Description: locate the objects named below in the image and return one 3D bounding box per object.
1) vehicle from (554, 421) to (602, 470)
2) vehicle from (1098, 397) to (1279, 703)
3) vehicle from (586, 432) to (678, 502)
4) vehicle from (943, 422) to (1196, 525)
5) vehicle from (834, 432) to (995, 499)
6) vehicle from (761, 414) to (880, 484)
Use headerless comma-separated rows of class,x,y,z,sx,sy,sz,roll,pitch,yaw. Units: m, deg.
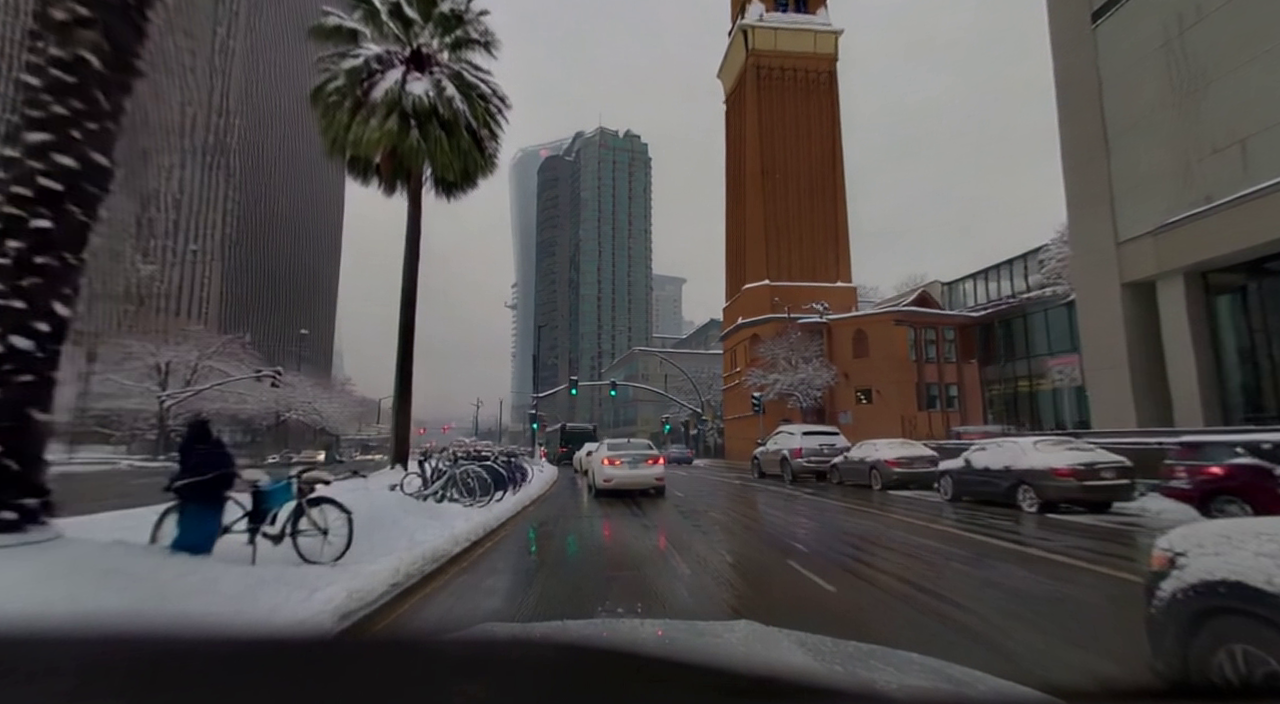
vehicle,-4.089,5.984,40.701,2.400,2.872,6.053,2,-8,-11
vehicle,3.515,0.716,0.898,2.116,1.500,4.702,0,-8,-2
vehicle,-0.338,2.960,16.728,2.111,1.605,3.832,1,-8,-5
vehicle,8.204,2.322,12.676,1.860,1.684,4.211,1,-8,-5
vehicle,7.639,3.189,18.304,1.945,1.623,5.013,1,-8,-7
vehicle,6.882,3.791,24.928,2.377,2.429,5.532,1,-8,-8
